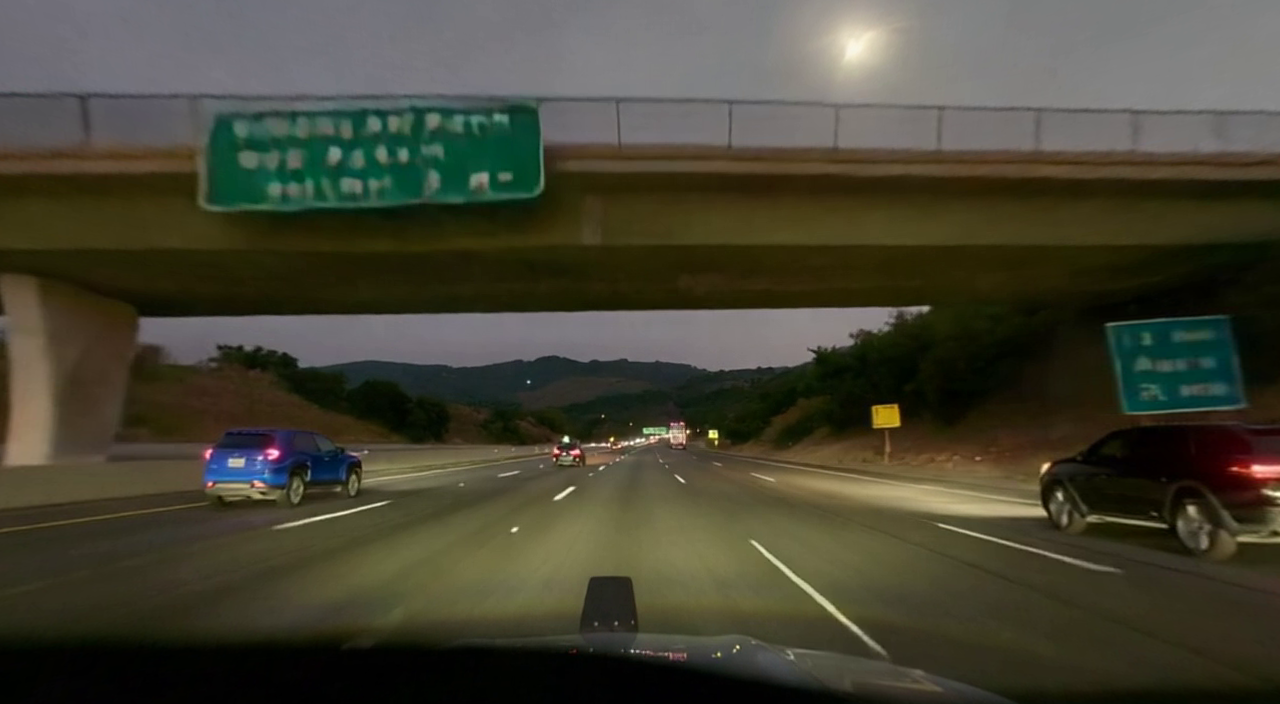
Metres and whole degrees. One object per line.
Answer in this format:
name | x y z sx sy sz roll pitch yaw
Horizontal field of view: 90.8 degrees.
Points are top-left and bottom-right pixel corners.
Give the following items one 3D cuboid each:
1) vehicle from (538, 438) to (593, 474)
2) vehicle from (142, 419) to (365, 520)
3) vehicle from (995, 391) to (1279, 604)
vehicle | -3.354 4.750 29.133 1.925 1.509 4.363 0 -9 1
vehicle | -7.468 2.297 12.838 1.860 1.694 4.173 0 -9 0
vehicle | 6.204 1.457 6.938 1.950 1.719 4.545 0 -9 0
